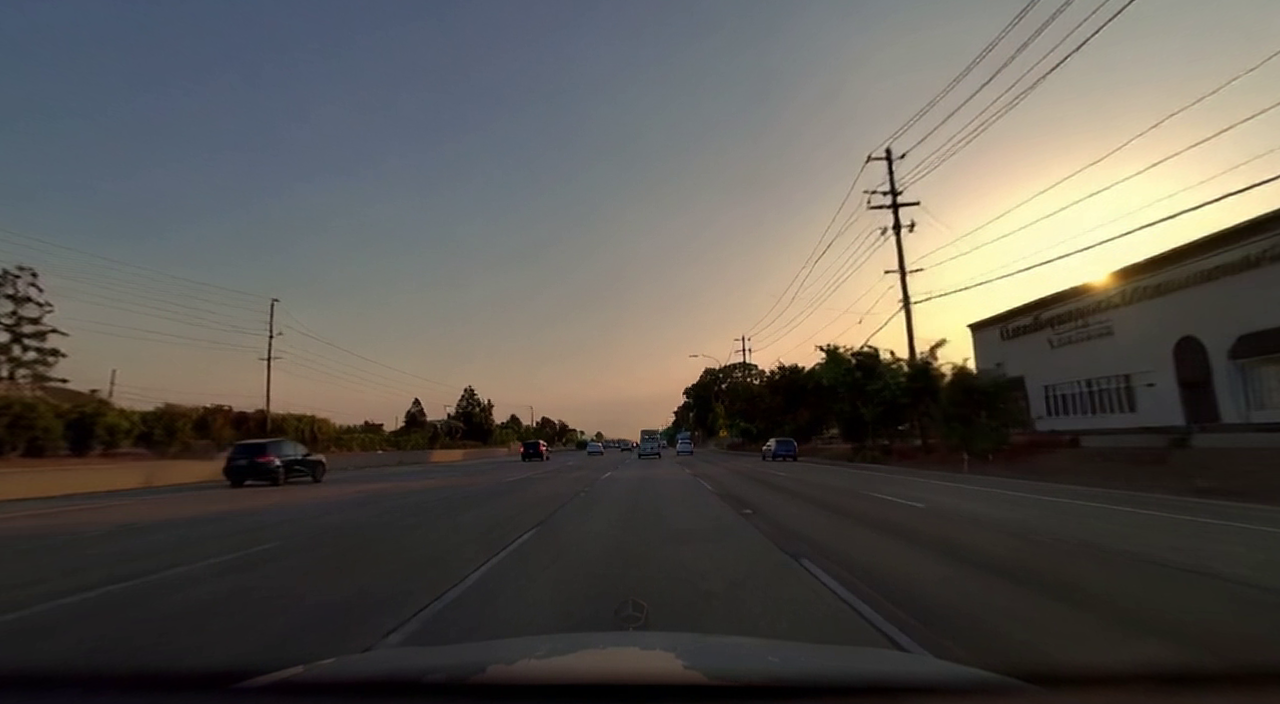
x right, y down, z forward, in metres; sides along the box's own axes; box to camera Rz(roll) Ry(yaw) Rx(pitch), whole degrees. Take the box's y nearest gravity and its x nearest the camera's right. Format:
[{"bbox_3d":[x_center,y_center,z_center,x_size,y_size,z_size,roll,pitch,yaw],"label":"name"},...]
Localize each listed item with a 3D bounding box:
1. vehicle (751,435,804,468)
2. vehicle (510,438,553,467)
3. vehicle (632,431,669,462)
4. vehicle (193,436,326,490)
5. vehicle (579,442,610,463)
[{"bbox_3d":[7.673,5.588,35.600,1.937,1.698,4.322,0,-8,-1],"label":"vehicle"},{"bbox_3d":[-7.060,6.576,41.393,2.007,1.732,4.395,0,-8,1],"label":"vehicle"},{"bbox_3d":[0.751,7.274,48.455,2.622,2.208,5.320,0,-8,0],"label":"vehicle"},{"bbox_3d":[-14.533,4.205,24.503,2.149,1.846,4.713,-1,-8,1],"label":"vehicle"},{"bbox_3d":[-3.390,7.572,47.559,1.979,1.469,4.378,0,-8,1],"label":"vehicle"}]
